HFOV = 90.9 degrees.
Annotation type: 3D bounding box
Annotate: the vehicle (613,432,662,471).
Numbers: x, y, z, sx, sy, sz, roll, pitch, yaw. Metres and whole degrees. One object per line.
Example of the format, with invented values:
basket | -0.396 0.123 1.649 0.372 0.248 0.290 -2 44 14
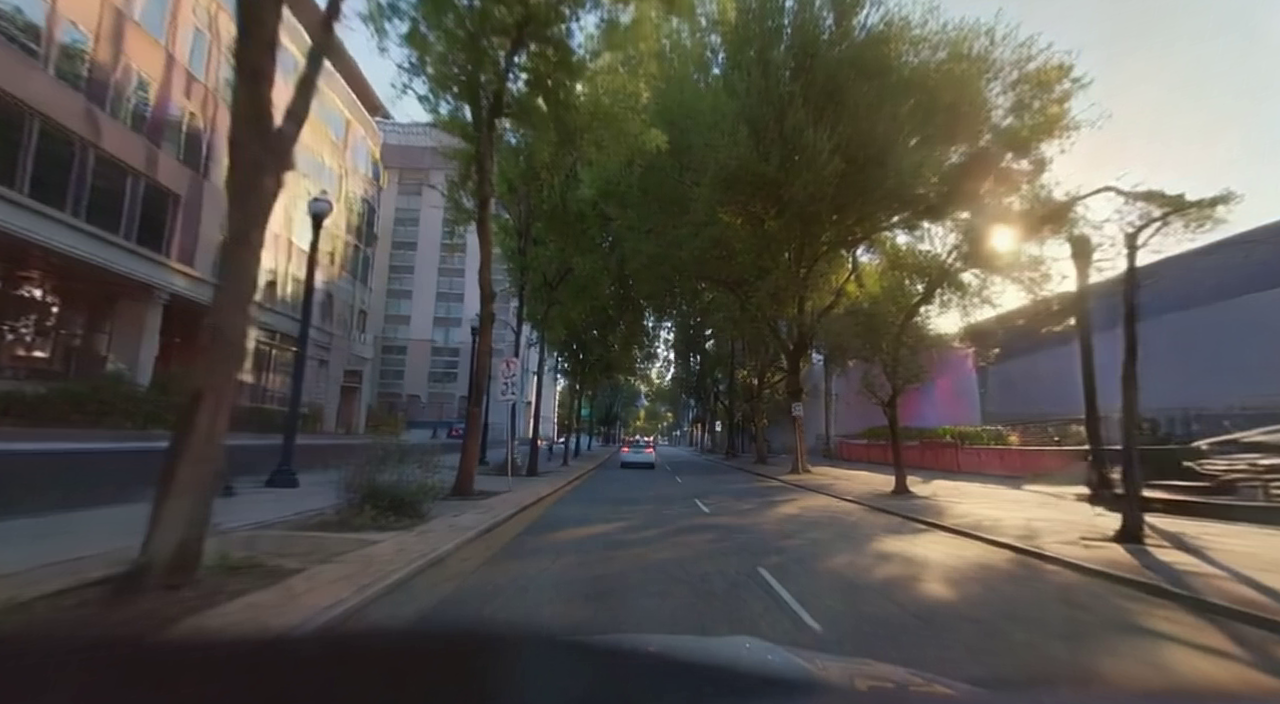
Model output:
vehicle | -0.111 4.517 28.761 2.079 1.621 3.861 0 -8 -1
